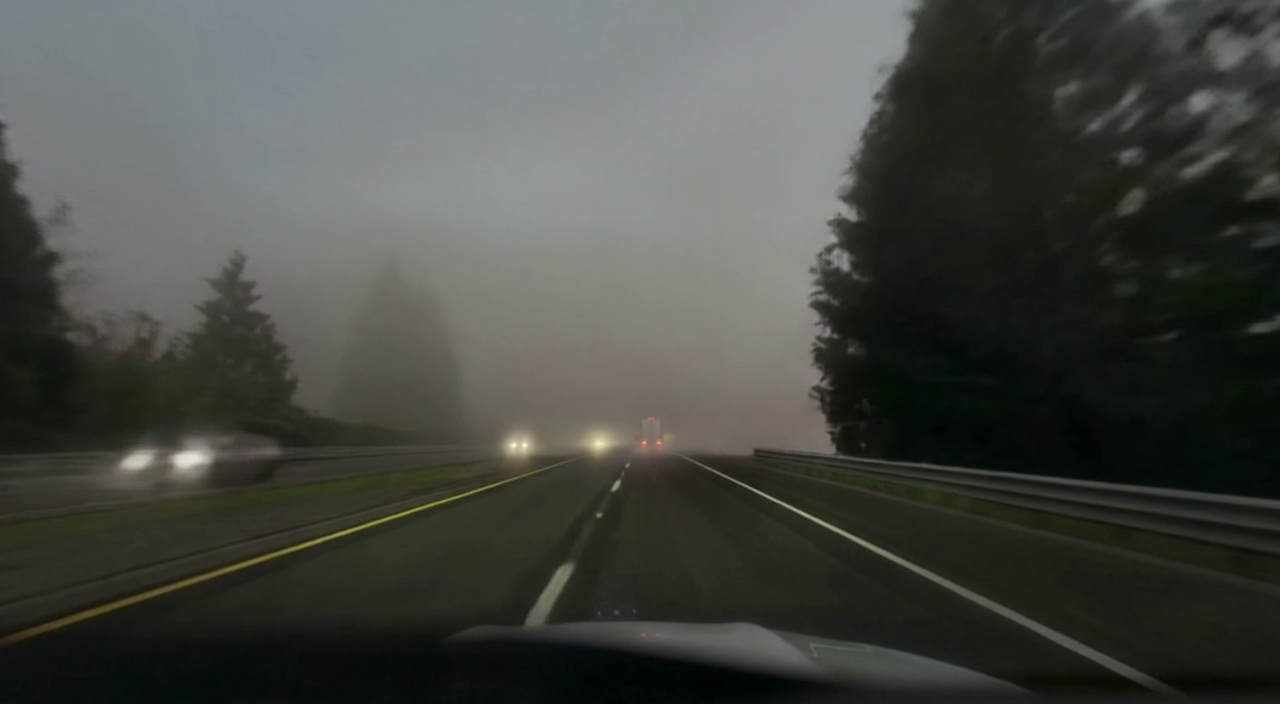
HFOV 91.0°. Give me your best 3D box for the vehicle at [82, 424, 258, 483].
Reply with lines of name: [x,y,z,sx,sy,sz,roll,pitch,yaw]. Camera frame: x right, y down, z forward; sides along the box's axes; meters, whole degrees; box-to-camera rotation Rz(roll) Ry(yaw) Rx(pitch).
vehicle: [-13.741,3.005,18.831,1.792,1.524,4.502,0,-8,0]
